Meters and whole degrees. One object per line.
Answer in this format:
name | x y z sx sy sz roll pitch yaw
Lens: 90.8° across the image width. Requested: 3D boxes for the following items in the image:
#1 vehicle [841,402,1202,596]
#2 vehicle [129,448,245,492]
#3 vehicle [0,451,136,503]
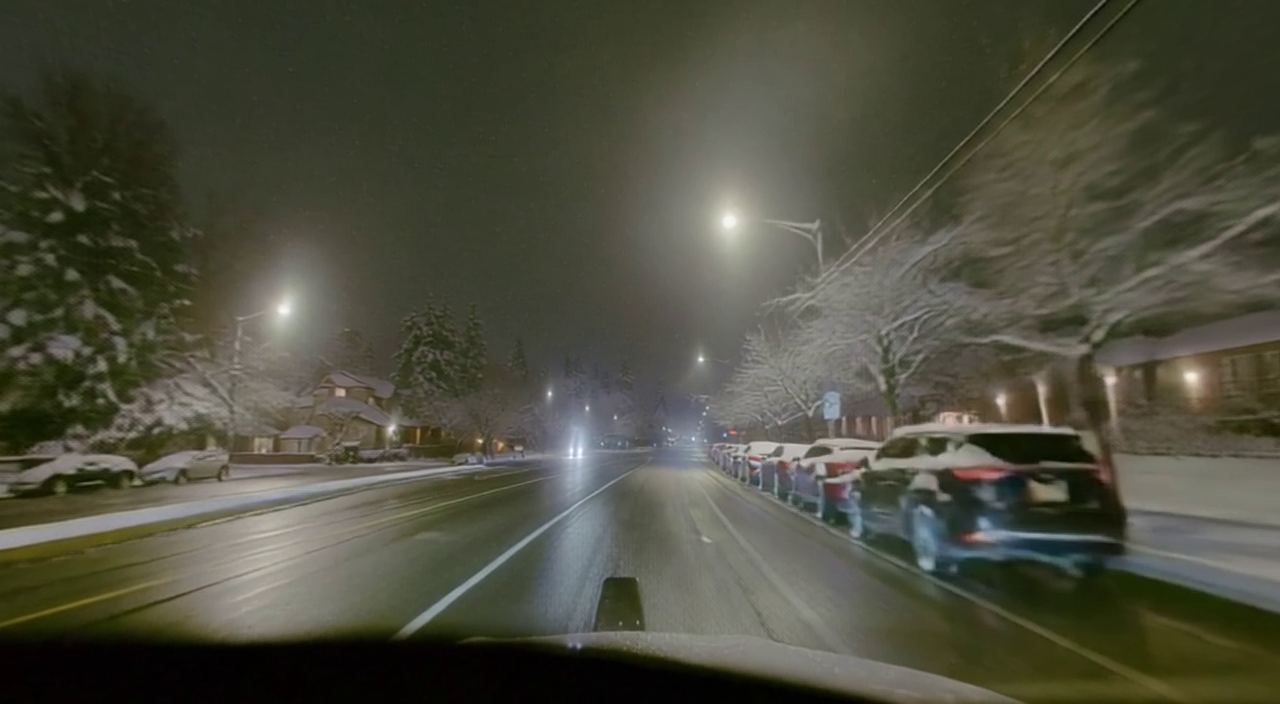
vehicle | 4.116 1.643 7.934 2.013 1.710 4.403 -1 -9 5
vehicle | -22.644 5.878 31.906 2.171 1.745 4.867 -2 -7 2
vehicle | -23.325 4.886 25.231 2.120 1.824 4.908 -1 -9 3
